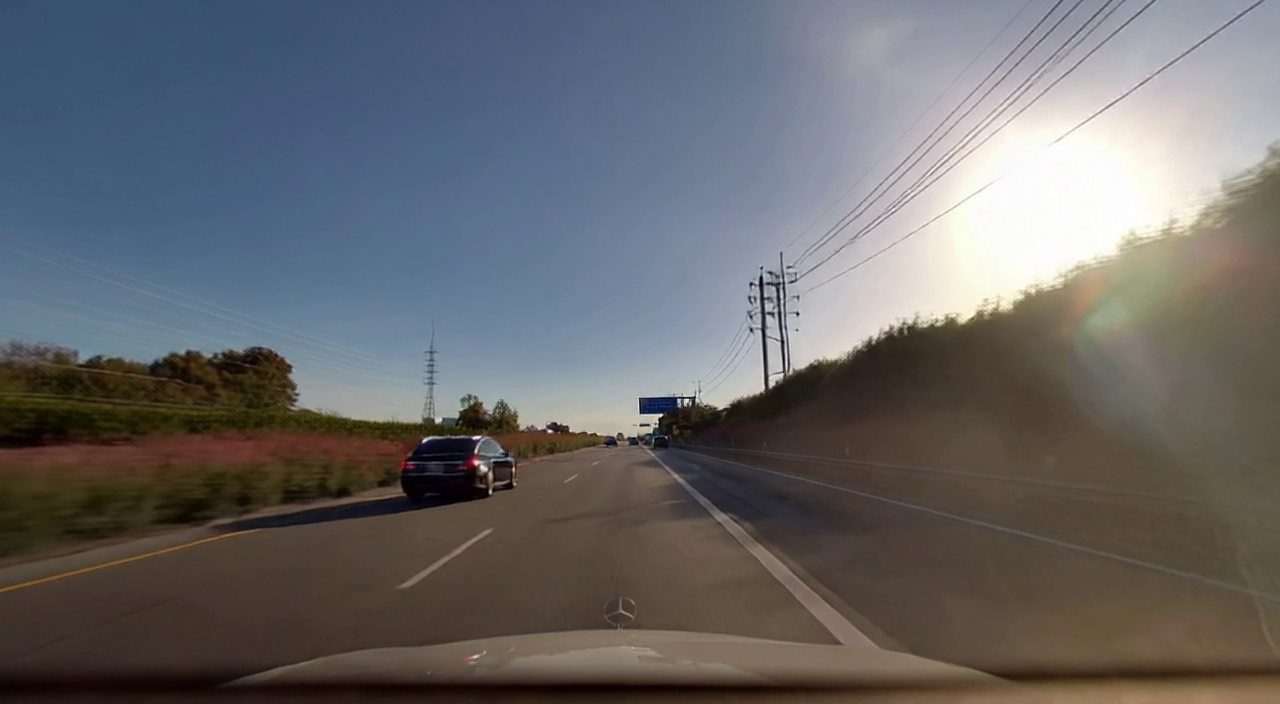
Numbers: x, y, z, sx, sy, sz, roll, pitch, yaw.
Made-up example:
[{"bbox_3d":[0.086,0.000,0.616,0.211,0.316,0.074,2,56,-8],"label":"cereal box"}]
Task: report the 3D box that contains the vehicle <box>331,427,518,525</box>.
[{"bbox_3d":[-3.933,2.332,12.570,2.016,1.543,4.870,0,-8,0],"label":"vehicle"}]
